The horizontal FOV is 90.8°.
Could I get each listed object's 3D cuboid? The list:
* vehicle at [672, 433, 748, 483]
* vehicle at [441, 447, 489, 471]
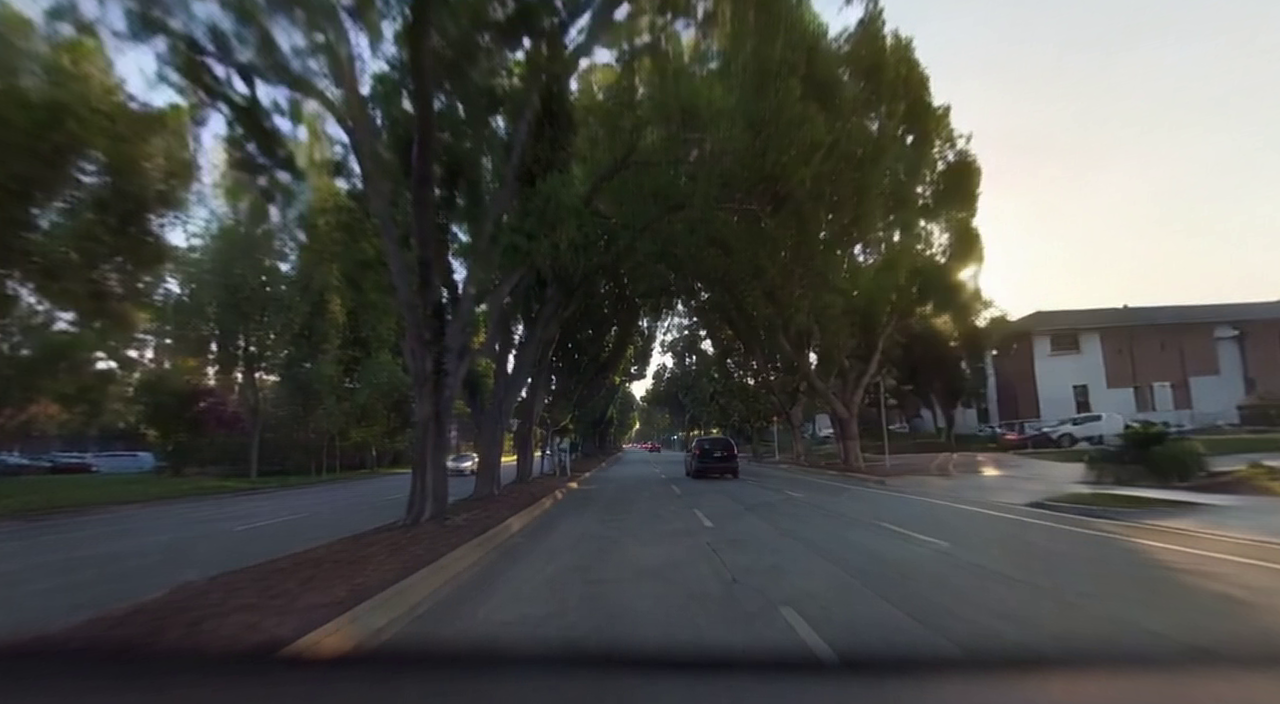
[{"bbox_3d":[2.571,4.050,24.426,2.240,1.740,4.605,0,-8,-2],"label":"vehicle"},{"bbox_3d":[-12.282,7.520,44.666,1.888,1.615,5.012,0,-8,0],"label":"vehicle"}]
